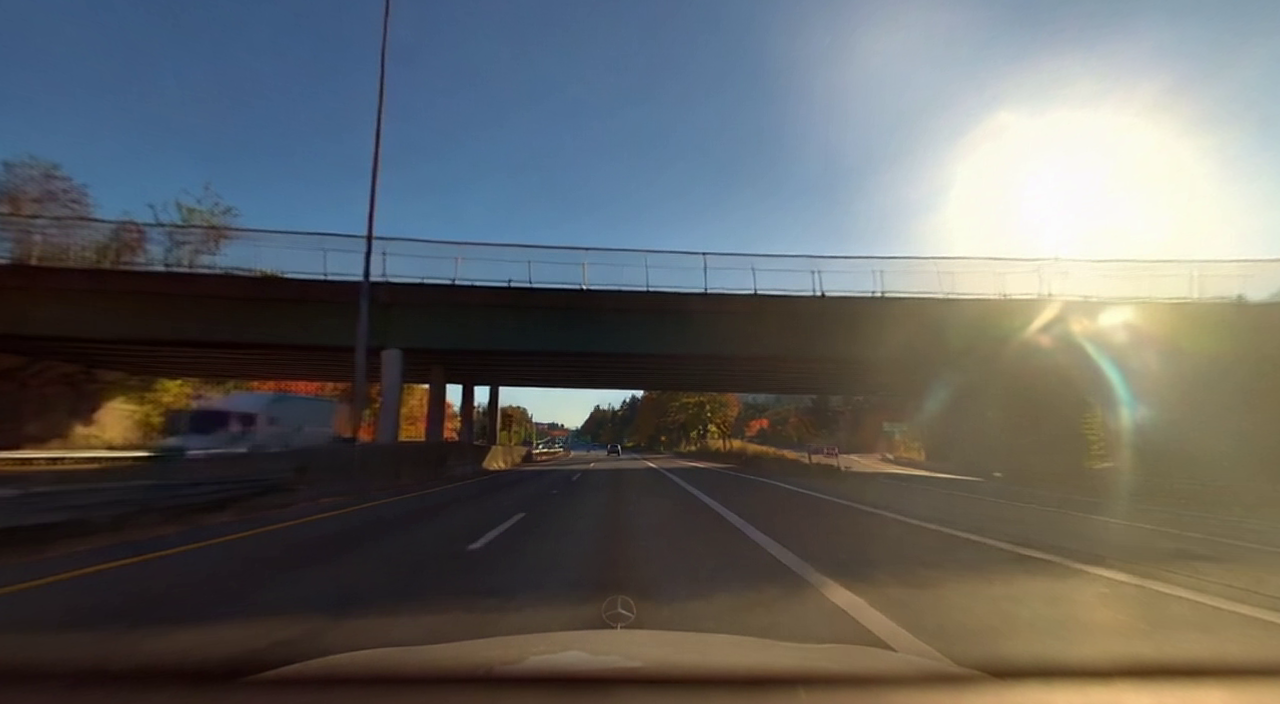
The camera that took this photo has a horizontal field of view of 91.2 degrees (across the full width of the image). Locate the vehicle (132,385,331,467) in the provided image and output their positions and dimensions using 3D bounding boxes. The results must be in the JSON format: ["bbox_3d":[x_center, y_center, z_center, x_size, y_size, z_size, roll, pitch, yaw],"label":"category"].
[{"bbox_3d":[-14.041,2.748,22.400,2.526,2.474,6.834,0,-9,0],"label":"vehicle"}]
